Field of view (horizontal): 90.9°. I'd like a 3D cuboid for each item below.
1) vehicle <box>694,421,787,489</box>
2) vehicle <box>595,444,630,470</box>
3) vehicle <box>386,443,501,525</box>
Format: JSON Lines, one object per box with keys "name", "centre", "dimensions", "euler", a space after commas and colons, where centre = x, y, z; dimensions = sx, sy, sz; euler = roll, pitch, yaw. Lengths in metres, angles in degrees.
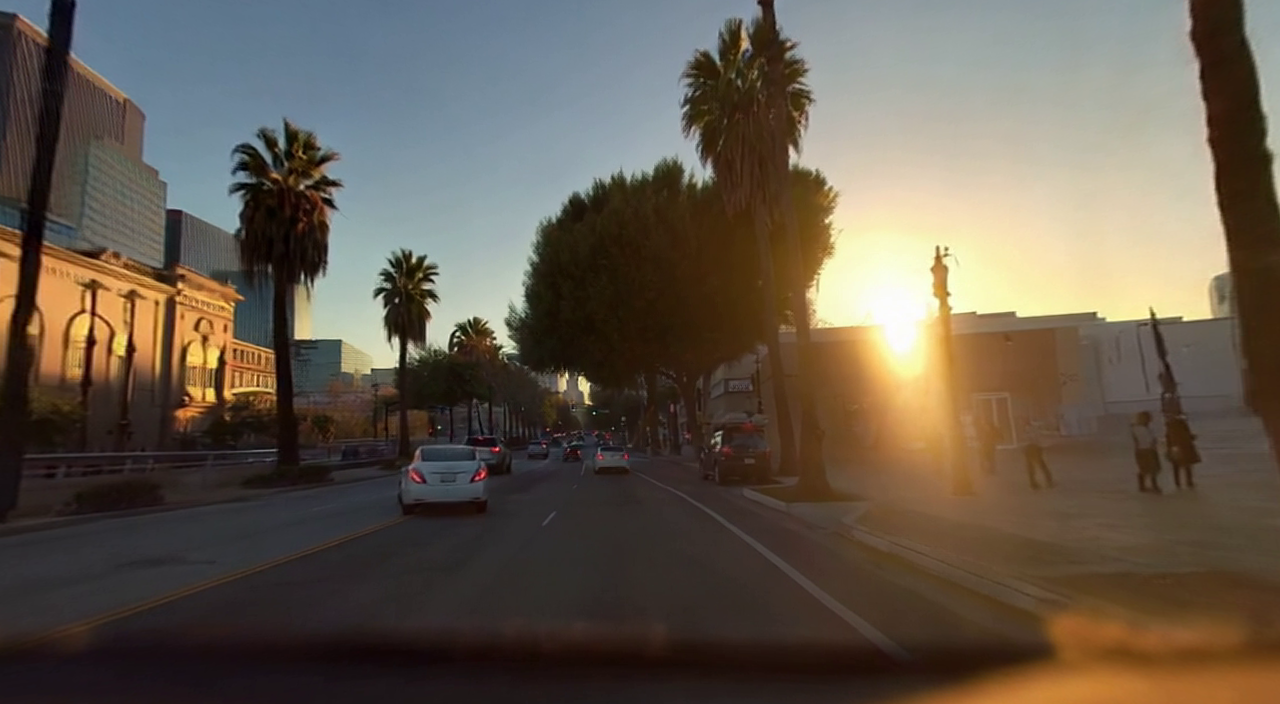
{"name": "vehicle", "centre": [3.468, 3.706, 22.883], "dimensions": [2.126, 2.167, 5.098], "euler": [0, -9, -5]}
{"name": "vehicle", "centre": [-1.718, 6.425, 38.649], "dimensions": [1.972, 1.473, 4.000], "euler": [0, -9, -5]}
{"name": "vehicle", "centre": [-4.552, 2.816, 14.139], "dimensions": [1.930, 1.477, 4.657], "euler": [3, -9, -23]}
